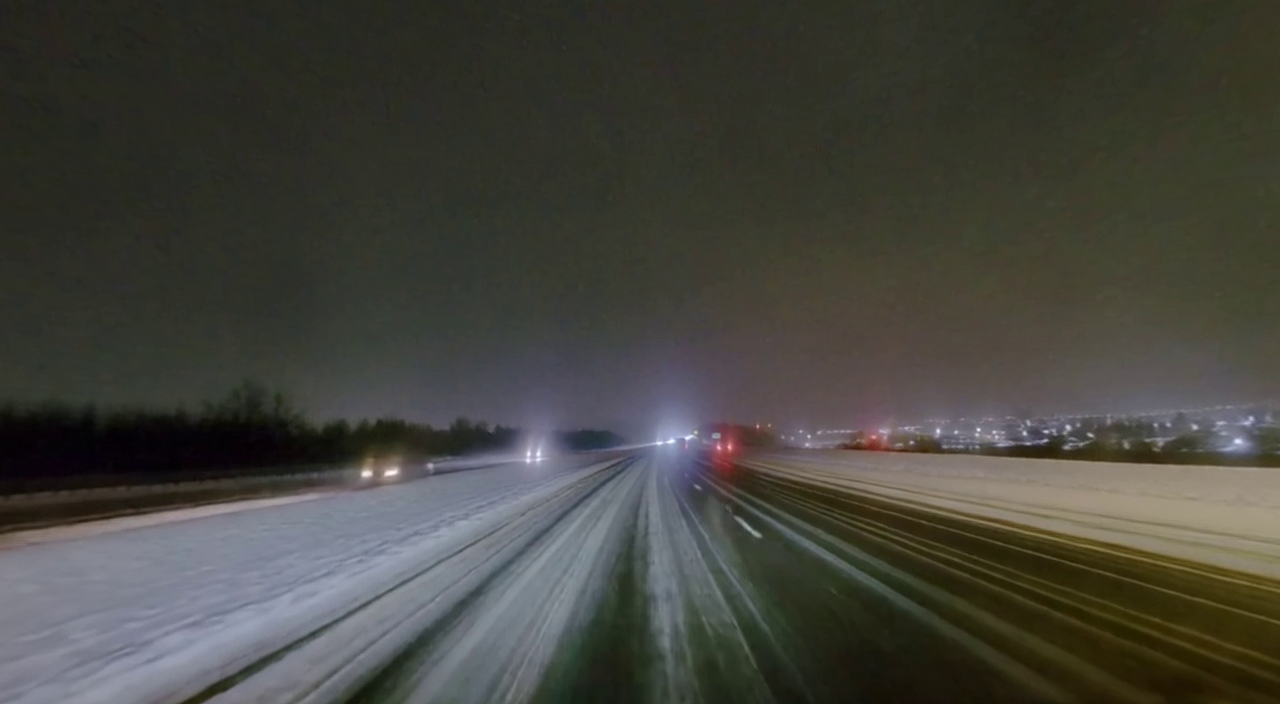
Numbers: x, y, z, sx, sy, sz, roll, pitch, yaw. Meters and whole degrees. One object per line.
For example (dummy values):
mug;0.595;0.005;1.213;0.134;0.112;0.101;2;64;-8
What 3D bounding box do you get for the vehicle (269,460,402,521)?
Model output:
vehicle;-8.960;4.060;18.920;1.847;1.504;4.231;0;-9;0
